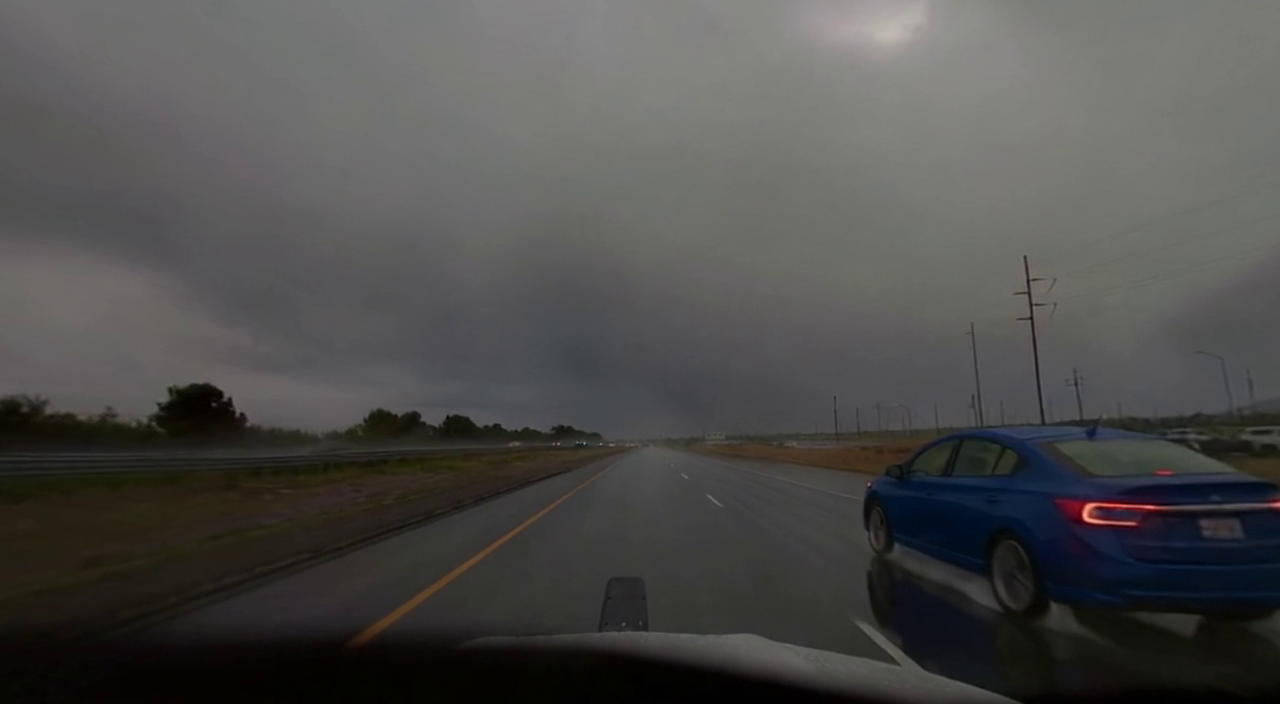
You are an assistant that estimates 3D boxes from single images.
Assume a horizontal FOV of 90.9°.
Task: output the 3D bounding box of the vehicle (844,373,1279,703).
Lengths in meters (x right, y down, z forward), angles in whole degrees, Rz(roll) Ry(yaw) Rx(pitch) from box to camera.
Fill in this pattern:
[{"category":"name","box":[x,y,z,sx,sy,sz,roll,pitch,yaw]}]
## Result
[{"category":"vehicle","box":[3.598,1.270,5.510,2.044,1.658,4.640,0,-8,0]}]
